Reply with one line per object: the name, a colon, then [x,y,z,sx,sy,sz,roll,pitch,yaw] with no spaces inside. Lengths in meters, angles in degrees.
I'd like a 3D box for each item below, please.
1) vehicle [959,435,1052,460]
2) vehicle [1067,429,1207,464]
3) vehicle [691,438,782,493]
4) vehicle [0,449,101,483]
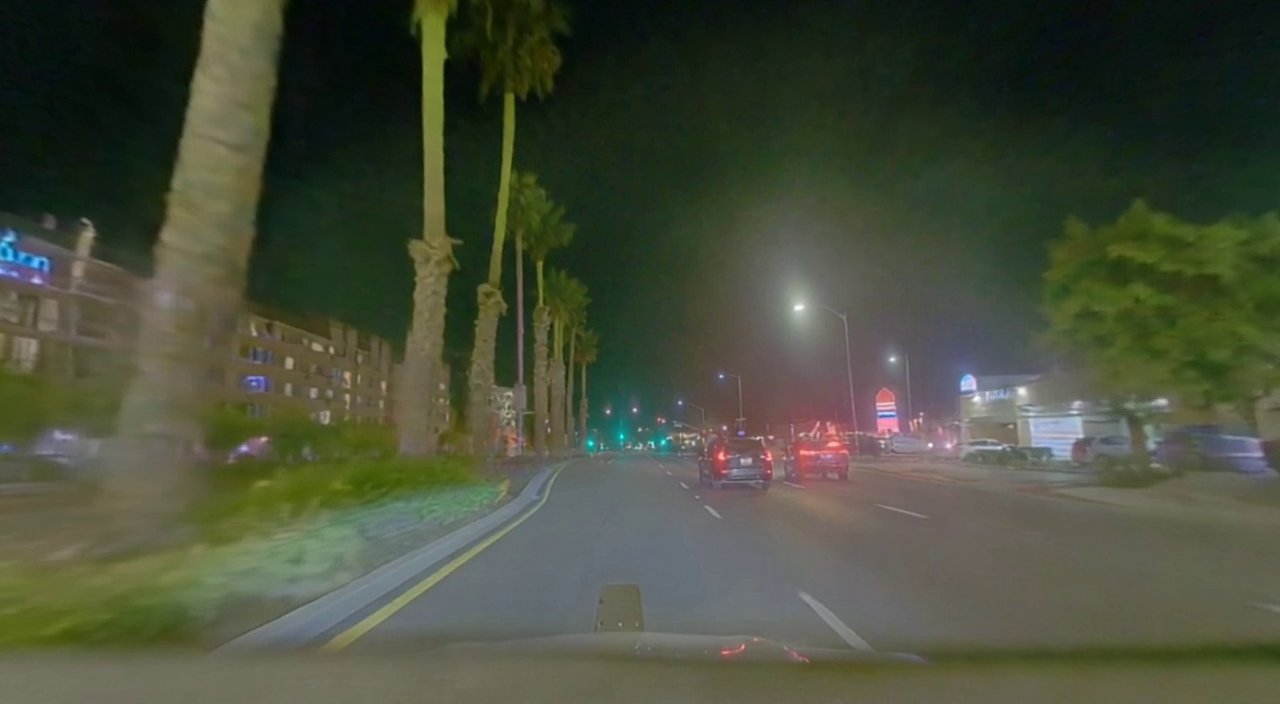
vehicle: [22.148,5.778,38.366,4.472,1.451,1.842,0,-8,-1]
vehicle: [22.480,4.277,28.692,4.633,1.518,2.008,0,-8,-1]
vehicle: [2.768,3.369,19.179,1.964,1.448,4.295,0,-8,-2]
vehicle: [-30.759,5.767,32.390,1.933,1.586,4.594,-1,-8,4]
